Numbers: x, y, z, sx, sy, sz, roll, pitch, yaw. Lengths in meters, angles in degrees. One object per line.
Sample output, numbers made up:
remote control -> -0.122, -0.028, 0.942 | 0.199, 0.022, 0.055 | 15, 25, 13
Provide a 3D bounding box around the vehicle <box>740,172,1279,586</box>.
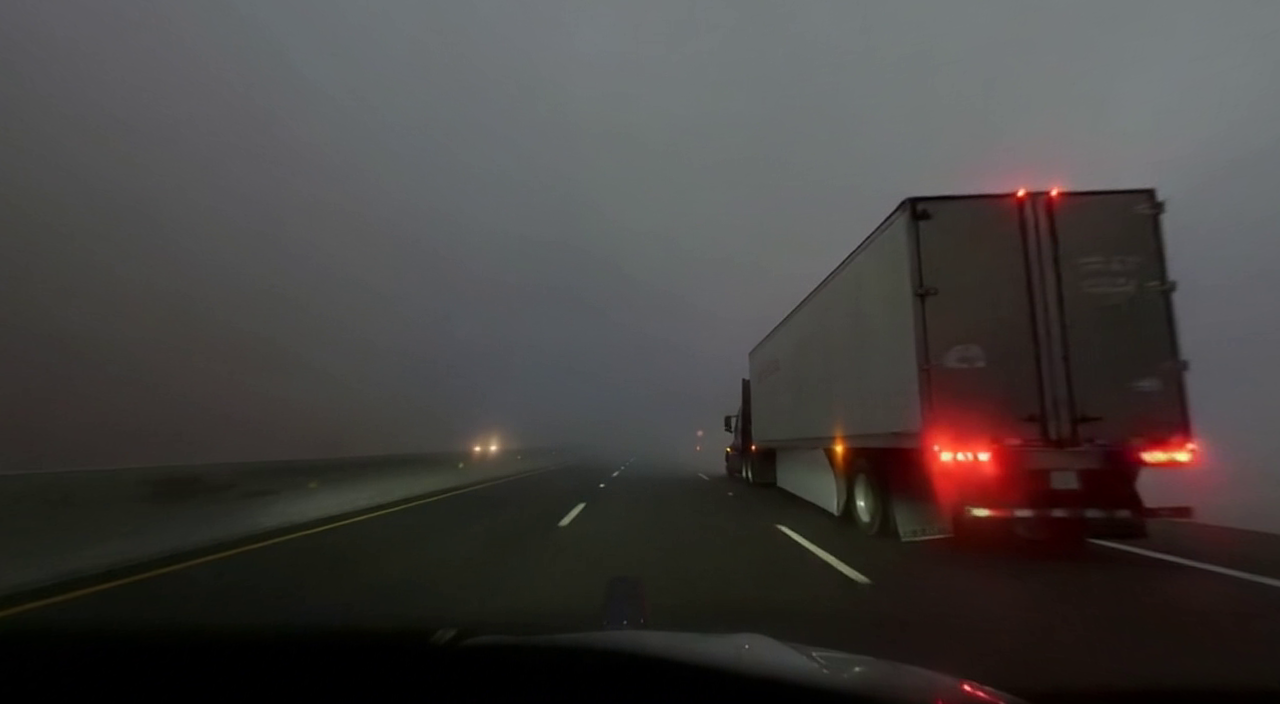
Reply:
vehicle -> 4.879, 1.240, 13.181 | 3.485, 3.975, 14.489 | 0, -8, 1
